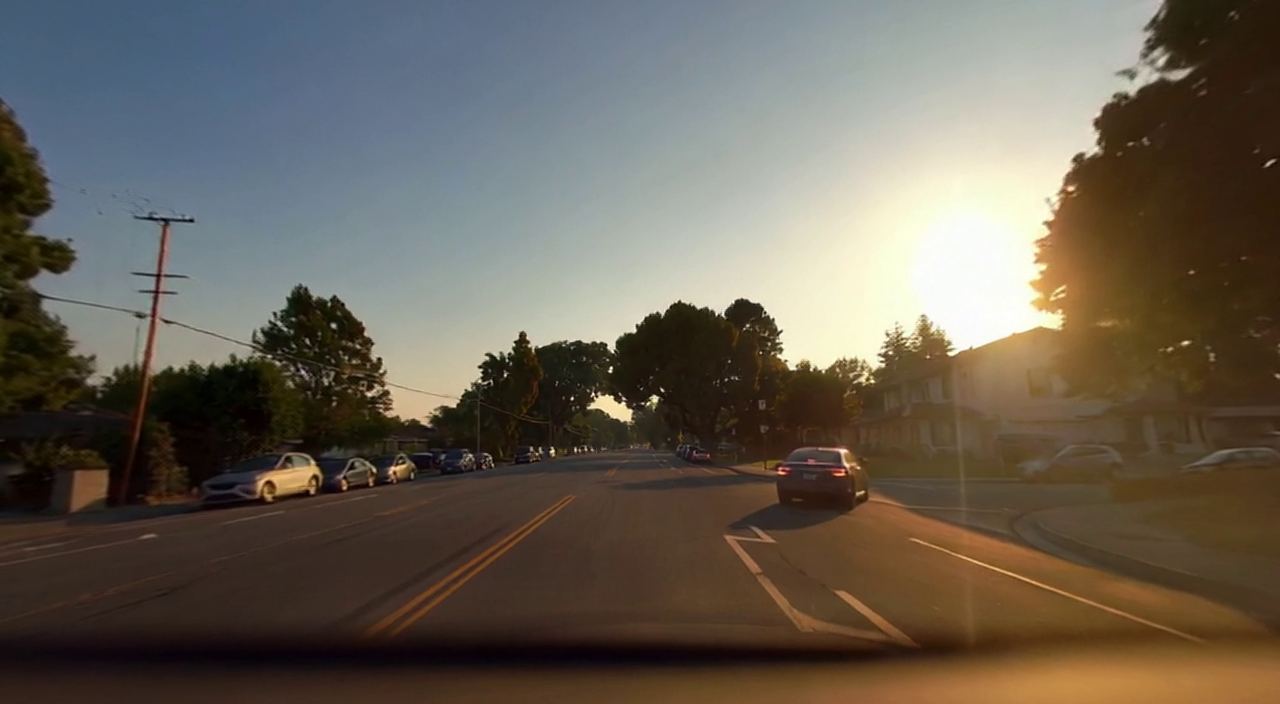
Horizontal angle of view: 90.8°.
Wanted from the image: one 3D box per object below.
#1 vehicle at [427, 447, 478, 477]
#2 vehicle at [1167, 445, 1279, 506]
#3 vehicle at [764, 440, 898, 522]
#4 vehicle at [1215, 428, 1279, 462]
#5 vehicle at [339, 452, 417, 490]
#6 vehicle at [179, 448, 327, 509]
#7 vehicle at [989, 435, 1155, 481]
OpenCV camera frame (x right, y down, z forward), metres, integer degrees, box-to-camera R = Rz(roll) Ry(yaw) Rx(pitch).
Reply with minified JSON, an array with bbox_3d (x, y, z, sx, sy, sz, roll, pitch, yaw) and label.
[{"bbox_3d":[-12.355,7.236,41.898,1.988,1.741,4.379,-5,-9,0],"label":"vehicle"},{"bbox_3d":[18.033,3.424,17.932,4.312,1.426,1.940,-4,-10,-2],"label":"vehicle"},{"bbox_3d":[4.397,2.733,14.050,2.022,1.471,4.432,-4,-10,27],"label":"vehicle"},{"bbox_3d":[33.930,4.974,33.768,1.906,1.732,4.668,0,-9,0],"label":"vehicle"},{"bbox_3d":[-12.215,5.553,29.798,1.795,1.472,4.601,-4,-9,-1],"label":"vehicle"},{"bbox_3d":[-12.336,4.007,20.554,1.938,1.754,4.315,0,-9,1],"label":"vehicle"},{"bbox_3d":[18.216,4.491,26.868,5.369,1.857,2.174,0,-9,2],"label":"vehicle"}]
